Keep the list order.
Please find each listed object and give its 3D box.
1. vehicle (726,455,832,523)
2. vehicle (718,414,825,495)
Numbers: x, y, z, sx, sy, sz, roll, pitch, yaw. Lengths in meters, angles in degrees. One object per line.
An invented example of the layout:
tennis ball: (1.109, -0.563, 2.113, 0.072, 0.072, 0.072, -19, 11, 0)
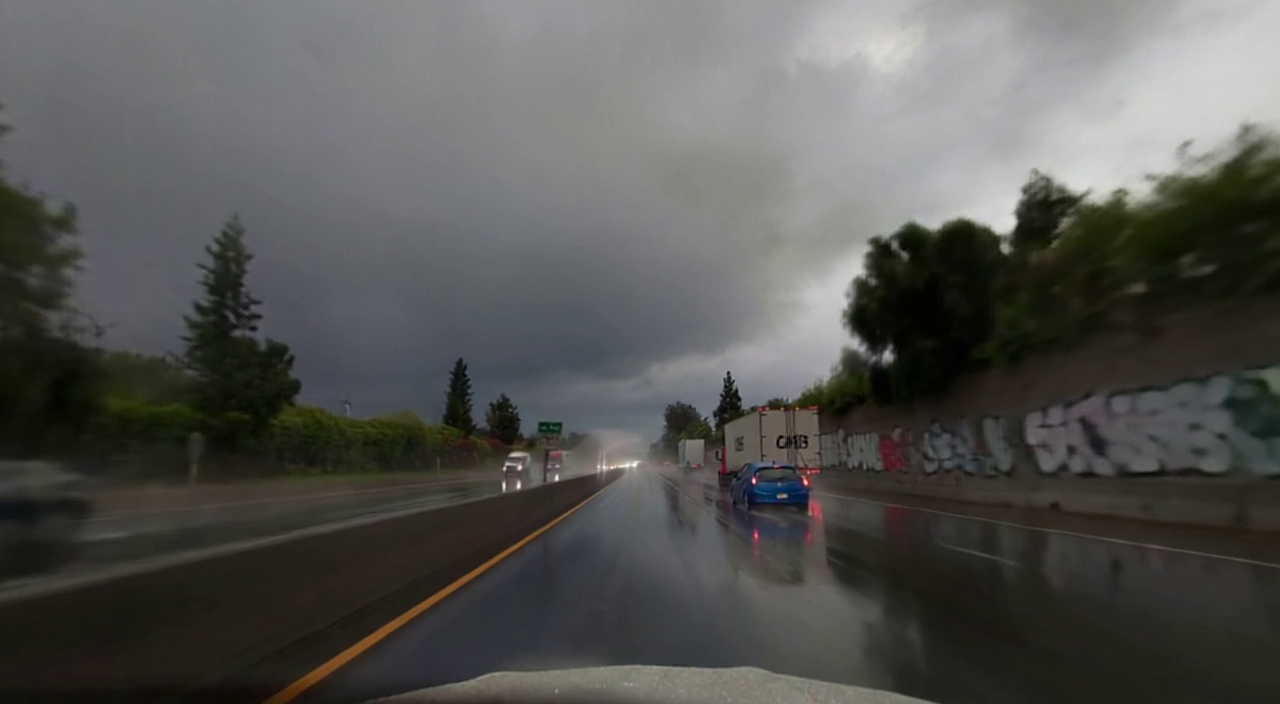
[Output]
vehicle: (3.568, 3.619, 16.911, 2.011, 1.574, 3.512, 1, -11, 0)
vehicle: (7.663, 6.686, 40.325, 3.298, 4.017, 16.824, 1, -10, 0)
